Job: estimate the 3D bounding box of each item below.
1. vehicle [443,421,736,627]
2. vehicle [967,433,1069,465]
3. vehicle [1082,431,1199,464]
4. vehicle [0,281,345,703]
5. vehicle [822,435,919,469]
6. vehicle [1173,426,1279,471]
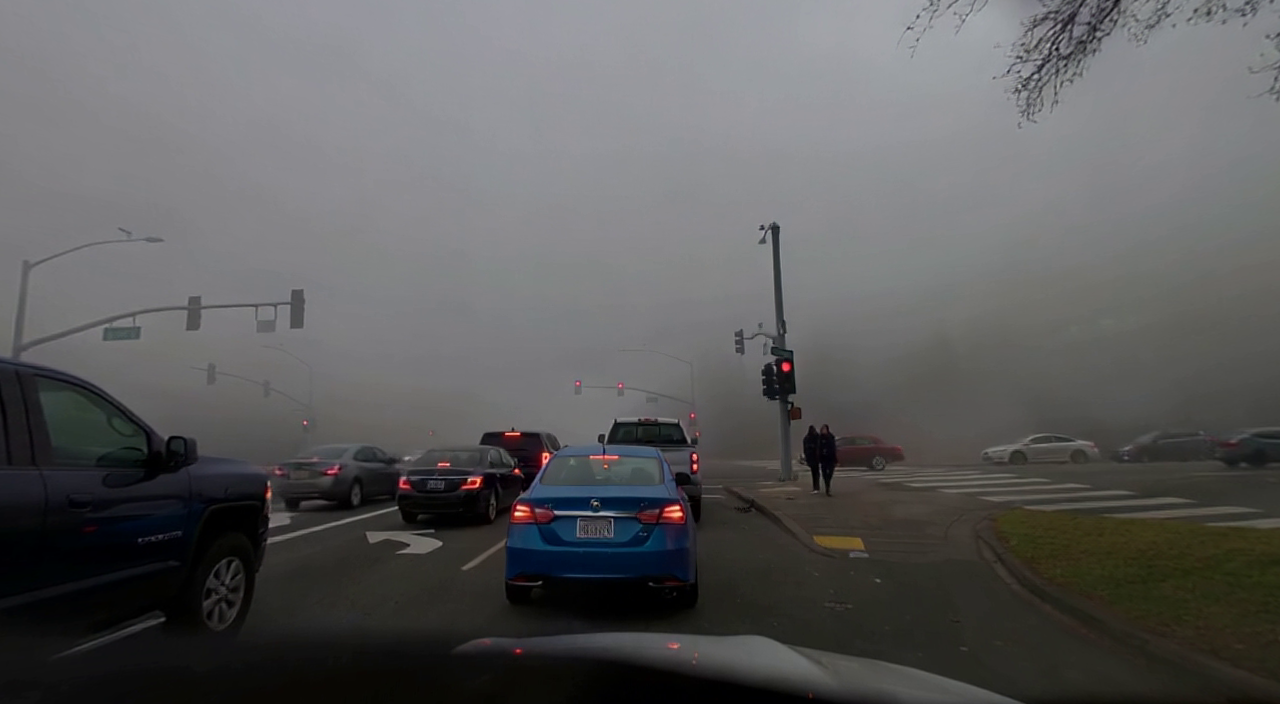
[{"bbox_3d":[-0.367,1.599,6.913,2.144,1.497,4.446,0,-9,0],"label":"vehicle"},{"bbox_3d":[21.946,5.652,36.720,4.529,1.786,2.110,0,-9,2],"label":"vehicle"},{"bbox_3d":[29.067,5.568,36.733,4.967,1.794,2.044,-1,-9,2],"label":"vehicle"},{"bbox_3d":[-3.690,0.748,2.834,2.202,1.961,4.980,0,-9,1],"label":"vehicle"},{"bbox_3d":[12.203,5.339,33.626,4.394,1.724,1.886,0,-9,1],"label":"vehicle"},{"bbox_3d":[24.086,3.681,24.146,5.192,1.620,2.072,-1,-9,5],"label":"vehicle"}]
